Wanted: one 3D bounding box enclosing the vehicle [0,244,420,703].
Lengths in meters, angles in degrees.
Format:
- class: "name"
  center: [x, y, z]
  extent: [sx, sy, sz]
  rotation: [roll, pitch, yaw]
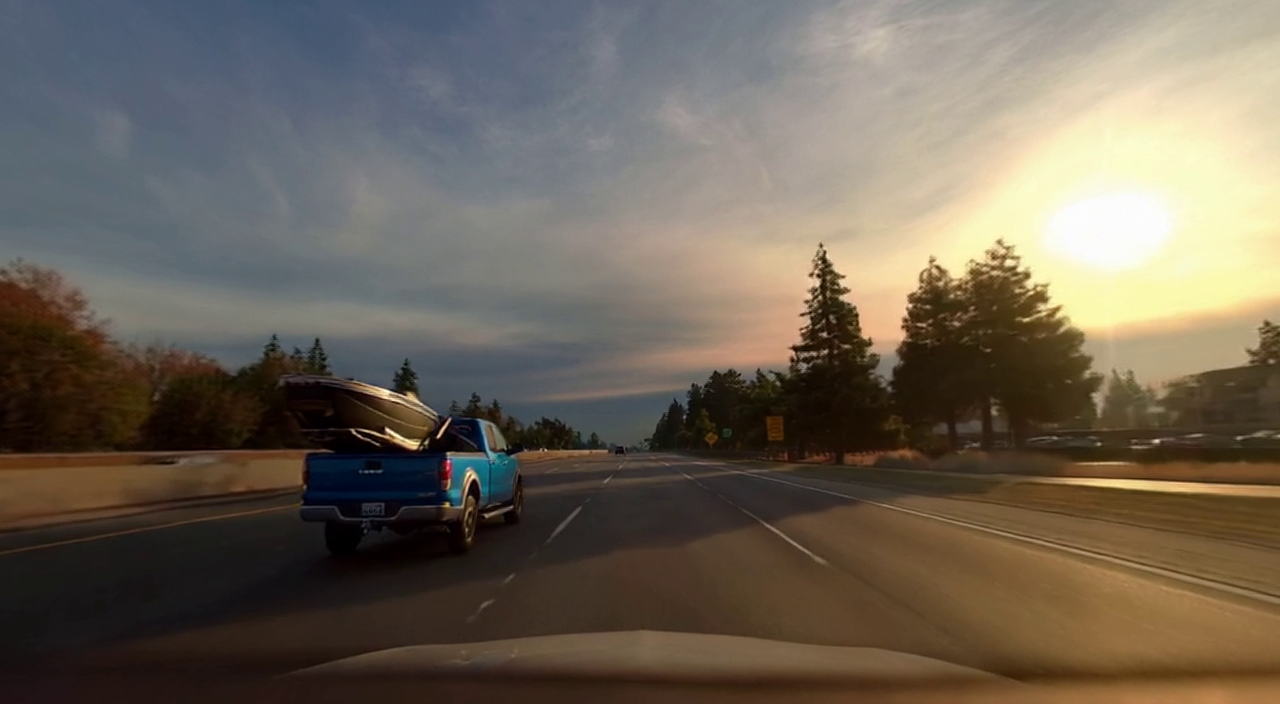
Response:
- class: "vehicle"
  center: [-2.827, 0.750, 2.434]
  extent: [1.919, 1.935, 5.609]
  rotation: [0, -8, 0]
